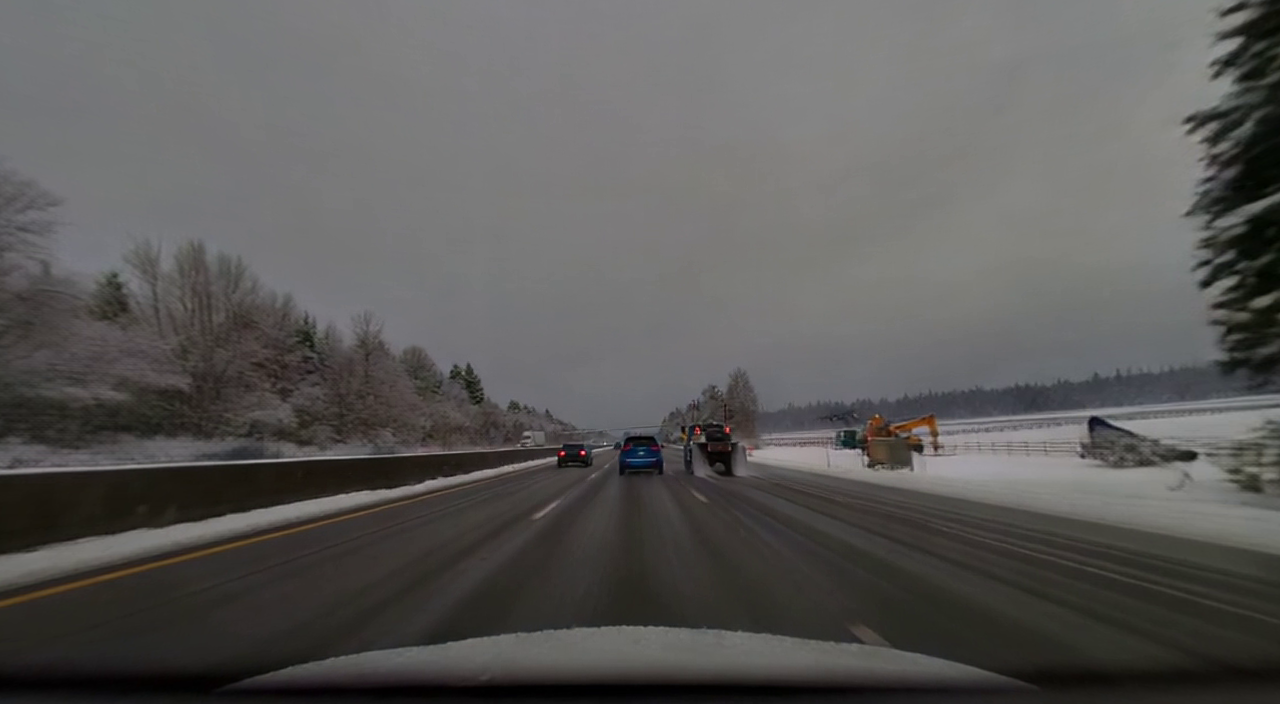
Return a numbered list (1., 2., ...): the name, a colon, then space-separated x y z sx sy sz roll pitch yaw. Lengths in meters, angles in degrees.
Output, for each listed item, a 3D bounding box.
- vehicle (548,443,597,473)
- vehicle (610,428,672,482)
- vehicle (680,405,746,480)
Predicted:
1. vehicle: -3.542 5.697 34.105 2.096 1.469 4.319 0 -8 1
2. vehicle: 0.069 4.184 25.971 2.308 1.993 4.631 0 -8 1
3. vehicle: 4.030 5.301 36.925 2.793 3.828 9.580 0 -8 1
